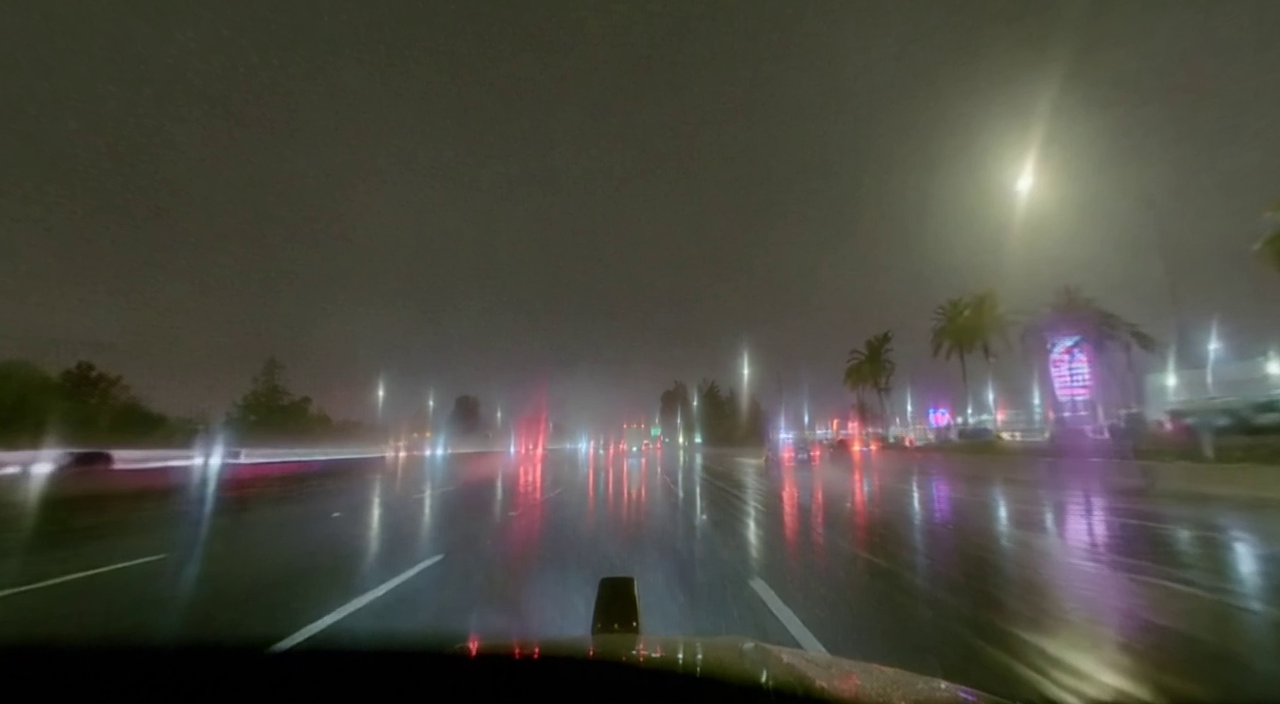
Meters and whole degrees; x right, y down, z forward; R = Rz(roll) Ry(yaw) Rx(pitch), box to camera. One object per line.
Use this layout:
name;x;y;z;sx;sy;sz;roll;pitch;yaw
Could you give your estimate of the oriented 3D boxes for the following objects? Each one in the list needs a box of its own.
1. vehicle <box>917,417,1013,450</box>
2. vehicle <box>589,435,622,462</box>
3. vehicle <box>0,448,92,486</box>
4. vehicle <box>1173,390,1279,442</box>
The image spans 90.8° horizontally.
vehicle;23.736;5.989;46.279;5.716;2.092;2.177;-2;-11;-4
vehicle;-2.659;7.638;49.827;2.390;2.007;4.901;0;-9;-1
vehicle;-29.857;5.489;30.537;2.081;1.670;5.157;0;-9;0
vehicle;23.259;2.390;23.151;5.484;1.783;2.076;0;-9;-1
